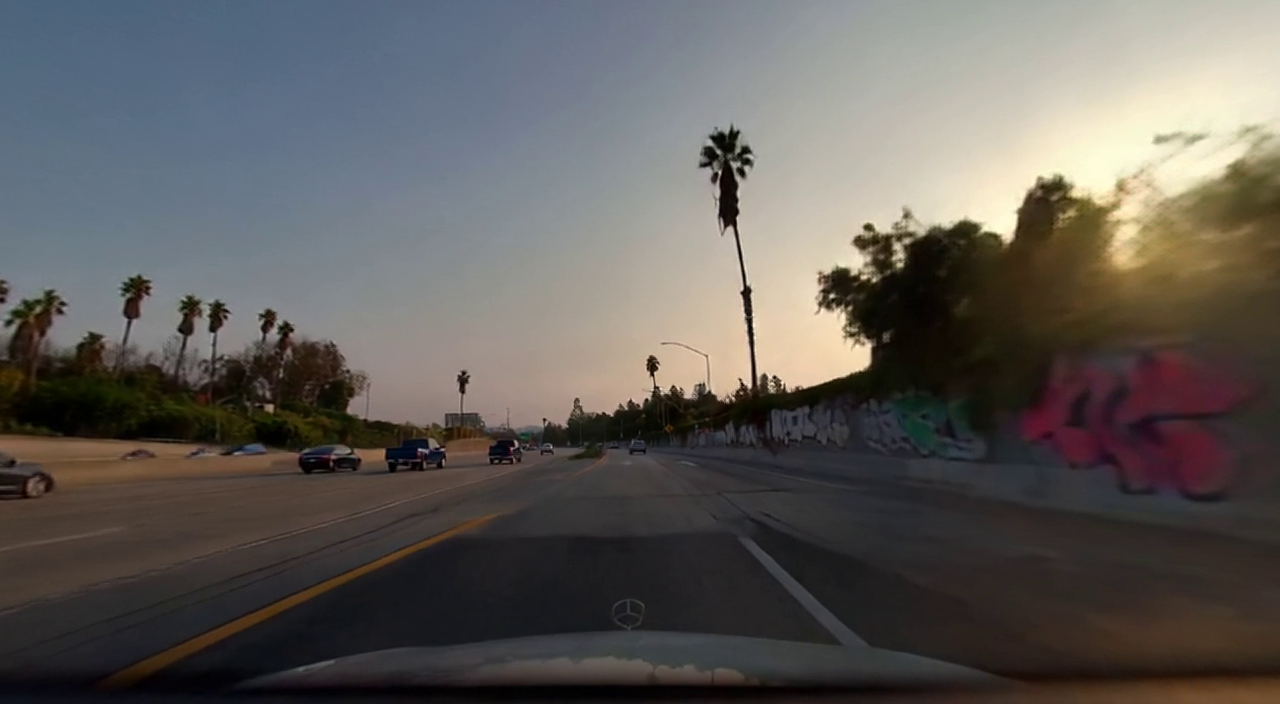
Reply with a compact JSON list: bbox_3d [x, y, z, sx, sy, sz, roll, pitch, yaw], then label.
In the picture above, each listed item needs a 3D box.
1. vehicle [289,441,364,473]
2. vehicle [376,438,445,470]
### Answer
[{"bbox_3d":[-18.472,6.194,37.462,2.078,1.802,4.723,0,-8,-1],"label":"vehicle"},{"bbox_3d":[-14.609,6.517,40.529,2.272,1.882,5.941,0,-9,-1],"label":"vehicle"}]
